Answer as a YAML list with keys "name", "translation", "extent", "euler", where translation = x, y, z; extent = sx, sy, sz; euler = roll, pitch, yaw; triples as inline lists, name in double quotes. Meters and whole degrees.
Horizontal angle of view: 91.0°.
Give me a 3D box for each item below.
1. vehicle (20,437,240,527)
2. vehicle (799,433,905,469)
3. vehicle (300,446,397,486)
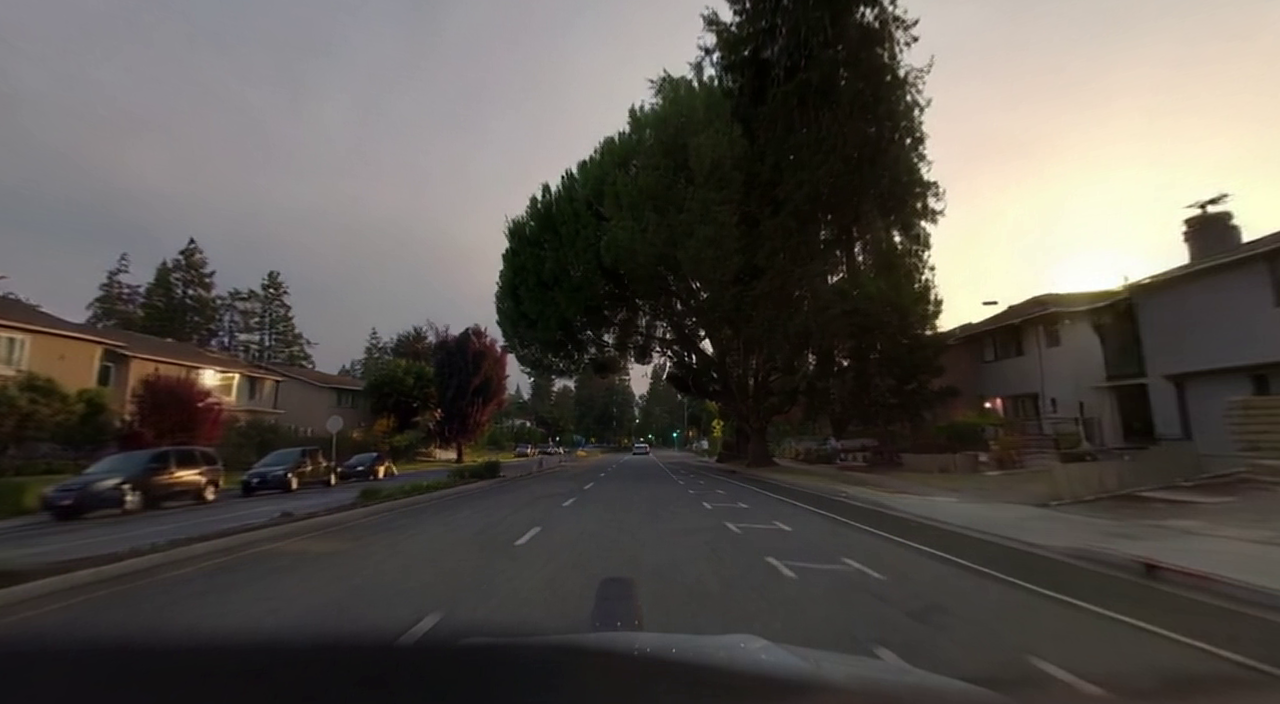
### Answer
- name: "vehicle"
  translation: [-12.096, 3.092, 15.408]
  extent: [1.932, 1.673, 4.314]
  euler: [-5, -9, -2]
- name: "vehicle"
  translation: [11.272, 5.288, 33.739]
  extent: [4.880, 1.842, 2.069]
  euler: [0, -9, -1]
- name: "vehicle"
  translation: [-12.167, 4.808, 26.646]
  extent: [1.888, 1.477, 4.629]
  euler: [-1, -10, 0]
